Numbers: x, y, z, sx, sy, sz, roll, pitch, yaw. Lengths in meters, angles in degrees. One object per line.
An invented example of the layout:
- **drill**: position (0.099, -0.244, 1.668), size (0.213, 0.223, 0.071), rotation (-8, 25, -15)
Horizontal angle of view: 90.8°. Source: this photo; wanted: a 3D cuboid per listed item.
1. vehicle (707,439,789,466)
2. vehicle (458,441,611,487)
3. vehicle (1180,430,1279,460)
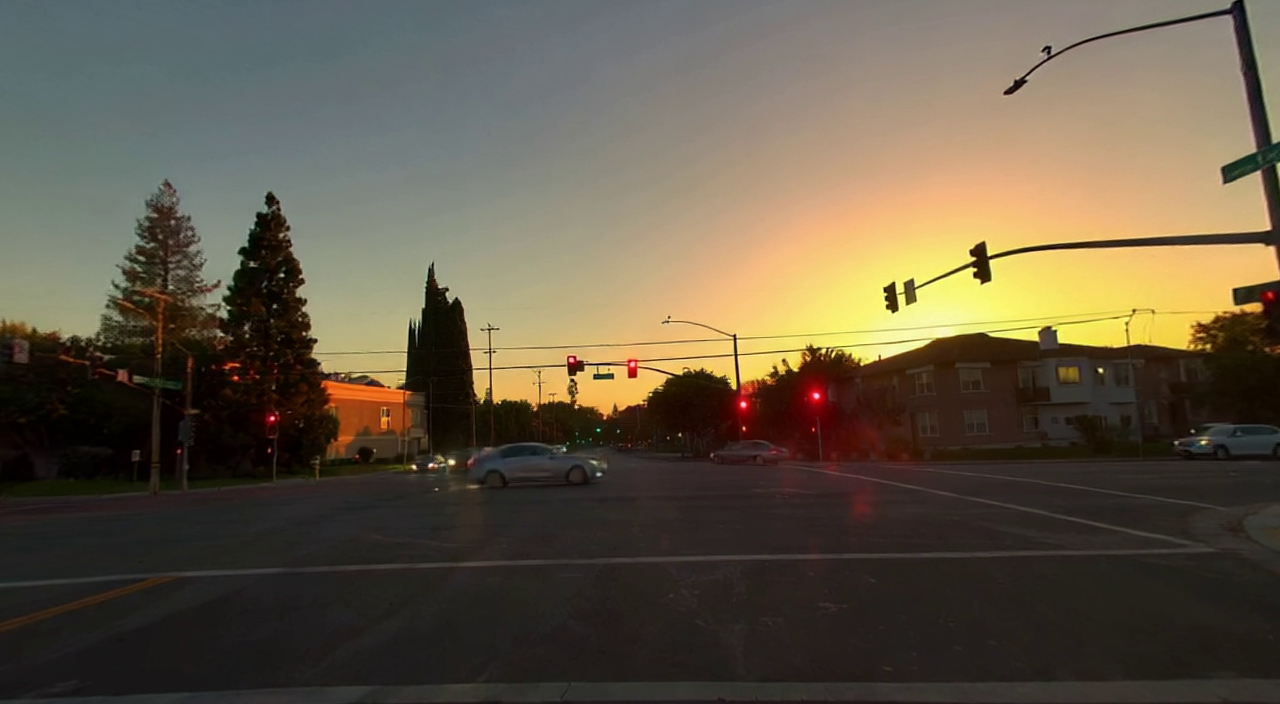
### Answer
- **vehicle**: position (6.659, 6.261, 39.422), size (1.932, 1.539, 4.873), rotation (7, -12, -42)
- **vehicle**: position (-3.439, 3.766, 21.394), size (4.823, 1.449, 2.017), rotation (0, -9, 0)
- **vehicle**: position (31.306, 4.887, 33.039), size (4.318, 1.488, 1.870), rotation (0, -9, -1)
